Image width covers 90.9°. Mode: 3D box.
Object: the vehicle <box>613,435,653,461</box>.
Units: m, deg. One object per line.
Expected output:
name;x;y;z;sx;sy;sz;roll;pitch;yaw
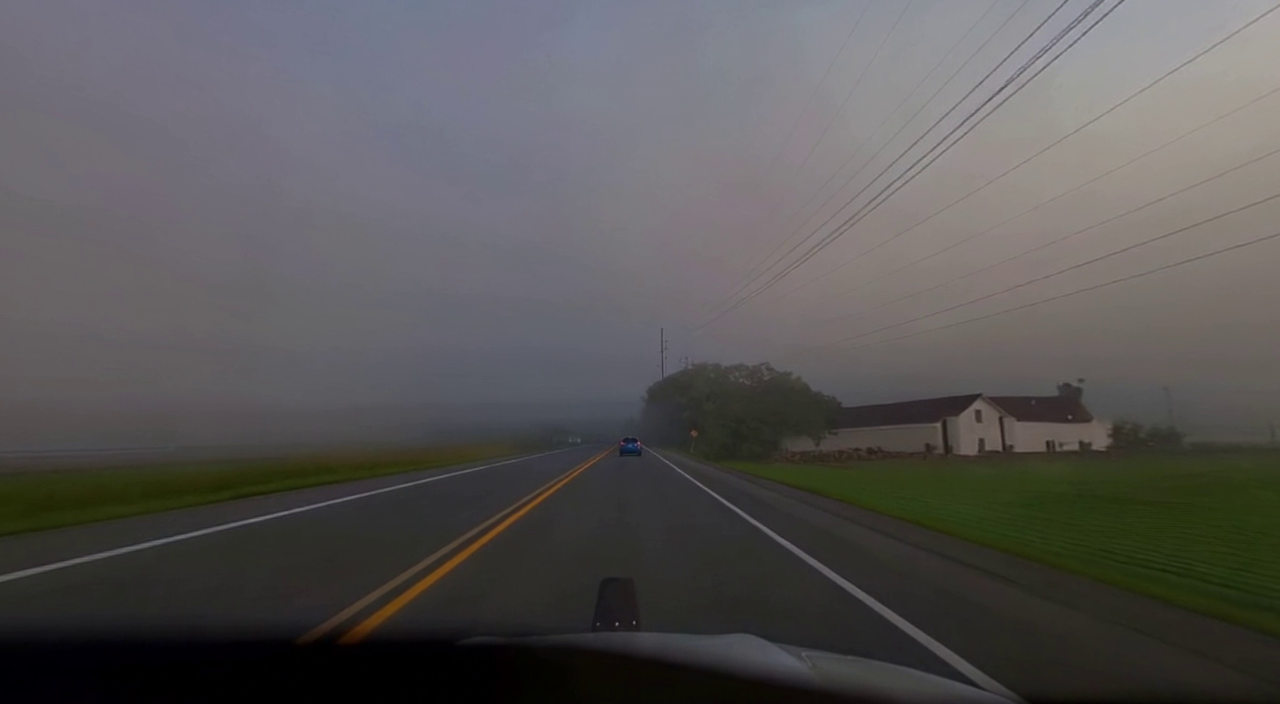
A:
vehicle;-0.433;5.578;36.803;2.241;1.471;3.829;0;-8;-2
